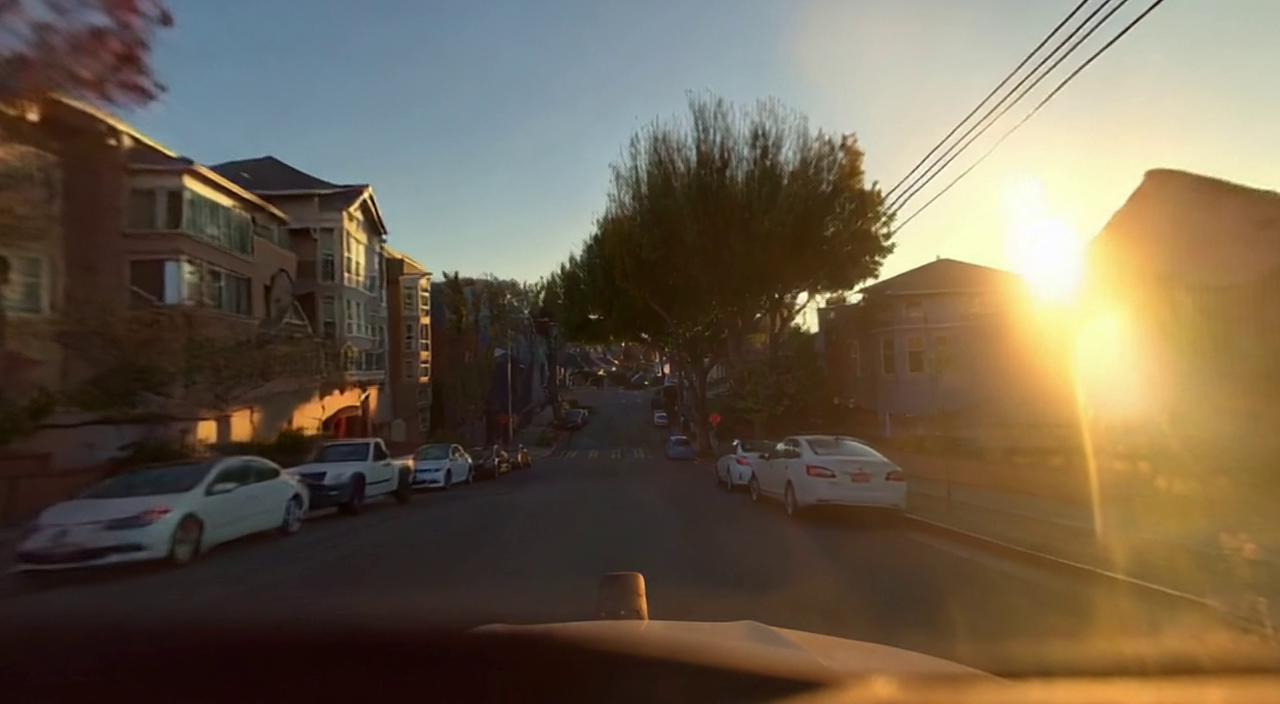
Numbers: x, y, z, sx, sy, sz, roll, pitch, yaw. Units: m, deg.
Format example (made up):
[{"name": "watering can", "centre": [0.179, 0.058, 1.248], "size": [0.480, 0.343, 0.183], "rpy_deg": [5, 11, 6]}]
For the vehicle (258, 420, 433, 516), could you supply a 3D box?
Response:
[{"name": "vehicle", "centre": [-6.210, 2.556, 14.024], "size": [1.830, 1.750, 4.502], "rpy_deg": [1, -10, -2]}]

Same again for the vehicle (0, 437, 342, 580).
[{"name": "vehicle", "centre": [-6.074, 1.968, 8.792], "size": [2.003, 1.489, 4.051], "rpy_deg": [0, -8, -3]}]

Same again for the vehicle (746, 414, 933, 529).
[{"name": "vehicle", "centre": [3.425, 2.159, 11.942], "size": [1.952, 1.738, 4.518], "rpy_deg": [0, -8, -2]}]

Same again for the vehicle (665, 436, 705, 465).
[{"name": "vehicle", "centre": [2.665, 5.979, 38.463], "size": [1.966, 1.620, 4.187], "rpy_deg": [0, -8, -3]}]
